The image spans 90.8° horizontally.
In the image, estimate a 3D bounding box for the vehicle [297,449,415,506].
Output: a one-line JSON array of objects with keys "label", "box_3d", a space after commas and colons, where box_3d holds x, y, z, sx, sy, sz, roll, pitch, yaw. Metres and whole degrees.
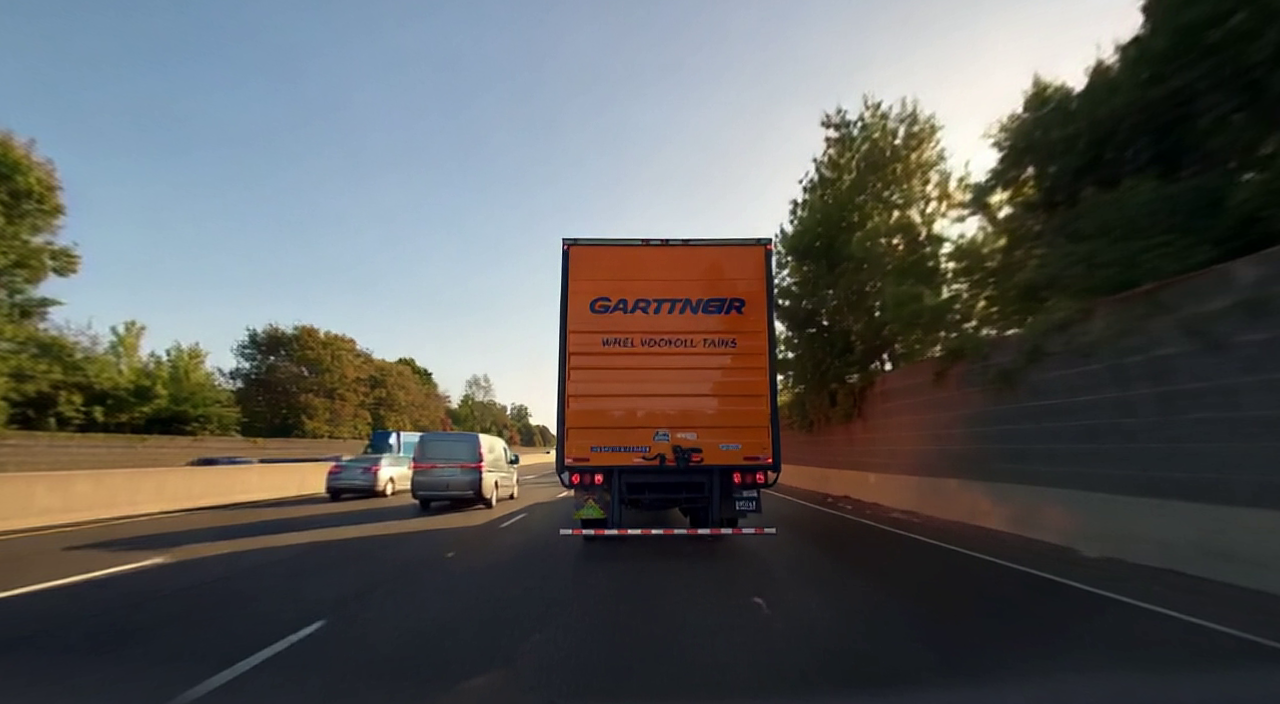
[{"label": "vehicle", "box_3d": [-8.201, 3.621, 18.550, 1.828, 1.502, 3.385, 0, -9, 1]}]

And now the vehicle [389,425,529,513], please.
[{"label": "vehicle", "box_3d": [-4.631, 3.102, 17.105, 2.293, 2.015, 4.915, 0, -9, 0]}]

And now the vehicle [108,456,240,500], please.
[{"label": "vehicle", "box_3d": [-17.673, 4.764, 24.237, 1.883, 1.463, 4.199, 0, -9, -1]}]

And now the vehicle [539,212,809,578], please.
[{"label": "vehicle", "box_3d": [0.461, 1.220, 12.207, 2.853, 4.054, 10.557, 0, -9, 1]}]
